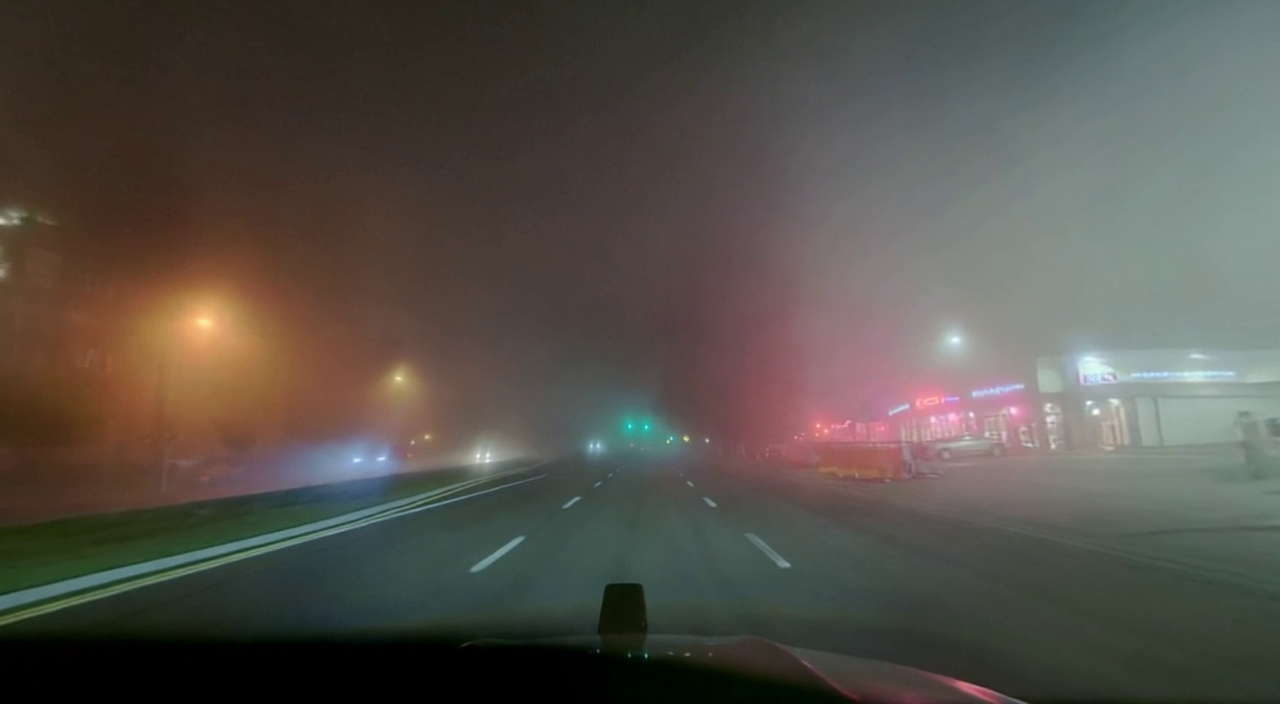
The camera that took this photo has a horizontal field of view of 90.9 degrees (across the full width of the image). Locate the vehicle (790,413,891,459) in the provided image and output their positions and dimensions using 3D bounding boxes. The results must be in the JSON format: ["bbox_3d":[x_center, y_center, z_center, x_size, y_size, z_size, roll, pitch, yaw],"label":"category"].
[{"bbox_3d":[15.702,6.651,49.797,6.641,3.391,3.387,-1,-9,-5],"label":"vehicle"}]

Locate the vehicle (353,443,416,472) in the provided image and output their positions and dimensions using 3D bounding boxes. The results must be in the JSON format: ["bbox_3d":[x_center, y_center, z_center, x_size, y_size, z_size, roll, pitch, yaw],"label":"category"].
[{"bbox_3d":[-15.757,6.509,39.171,2.015,1.607,5.241,0,-8,-4],"label":"vehicle"}]

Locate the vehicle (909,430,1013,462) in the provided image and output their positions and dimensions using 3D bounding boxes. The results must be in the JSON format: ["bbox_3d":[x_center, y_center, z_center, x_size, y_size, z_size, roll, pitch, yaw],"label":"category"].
[{"bbox_3d":[17.086,5.024,33.749,4.450,1.643,1.996,0,-8,-1],"label":"vehicle"}]

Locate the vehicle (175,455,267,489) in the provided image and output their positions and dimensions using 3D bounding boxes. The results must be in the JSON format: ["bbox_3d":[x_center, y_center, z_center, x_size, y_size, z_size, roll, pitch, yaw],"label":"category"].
[{"bbox_3d":[-23.432,6.686,35.482,1.957,1.672,4.743,0,-8,-1],"label":"vehicle"}]
